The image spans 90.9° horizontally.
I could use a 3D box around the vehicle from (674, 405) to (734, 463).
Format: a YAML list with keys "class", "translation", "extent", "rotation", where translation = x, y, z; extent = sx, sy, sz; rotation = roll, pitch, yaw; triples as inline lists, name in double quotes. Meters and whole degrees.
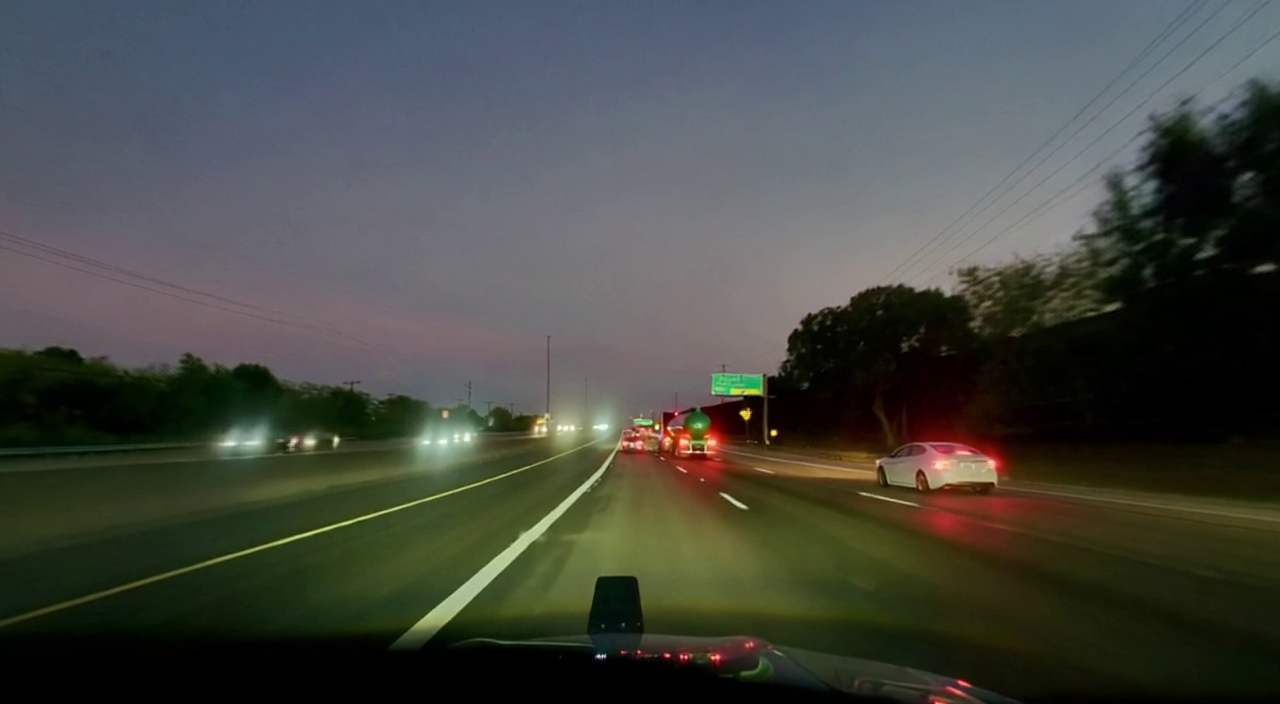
- class: "vehicle"
  translation: [3.754, 5.070, 38.764]
  extent: [2.791, 3.179, 8.074]
  rotation: [0, -8, 0]

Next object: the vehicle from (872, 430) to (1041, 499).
- class: "vehicle"
  translation: [7.759, 2.782, 16.092]
  extent: [1.905, 1.480, 4.624]
  rotation: [0, -8, 0]

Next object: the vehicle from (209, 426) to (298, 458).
- class: "vehicle"
  translation: [-25.039, 5.862, 41.146]
  extent: [2.219, 1.863, 5.715]
  rotation: [0, -8, 0]
